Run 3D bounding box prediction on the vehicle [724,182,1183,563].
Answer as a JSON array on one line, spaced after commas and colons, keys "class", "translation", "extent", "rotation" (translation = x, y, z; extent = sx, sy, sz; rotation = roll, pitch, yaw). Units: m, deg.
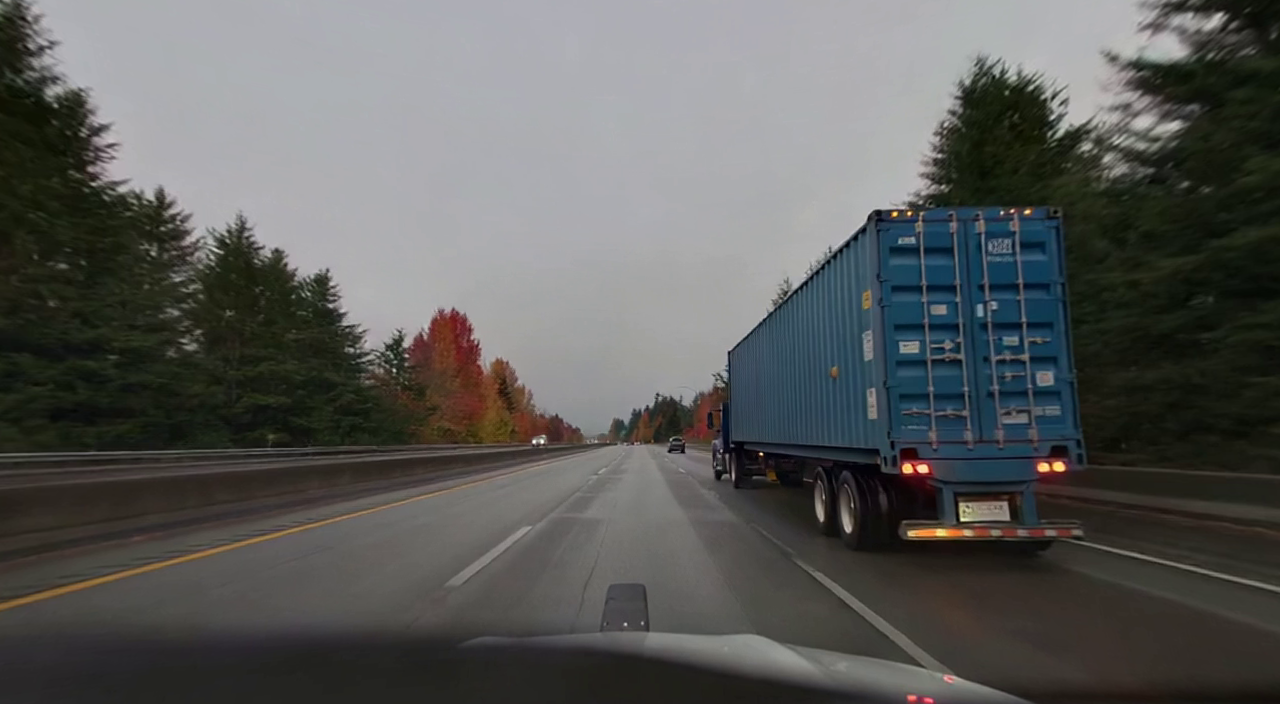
[{"class": "vehicle", "translation": [4.035, 1.056, 13.033], "extent": [2.903, 4.003, 13.046], "rotation": [0, -8, 1]}]
